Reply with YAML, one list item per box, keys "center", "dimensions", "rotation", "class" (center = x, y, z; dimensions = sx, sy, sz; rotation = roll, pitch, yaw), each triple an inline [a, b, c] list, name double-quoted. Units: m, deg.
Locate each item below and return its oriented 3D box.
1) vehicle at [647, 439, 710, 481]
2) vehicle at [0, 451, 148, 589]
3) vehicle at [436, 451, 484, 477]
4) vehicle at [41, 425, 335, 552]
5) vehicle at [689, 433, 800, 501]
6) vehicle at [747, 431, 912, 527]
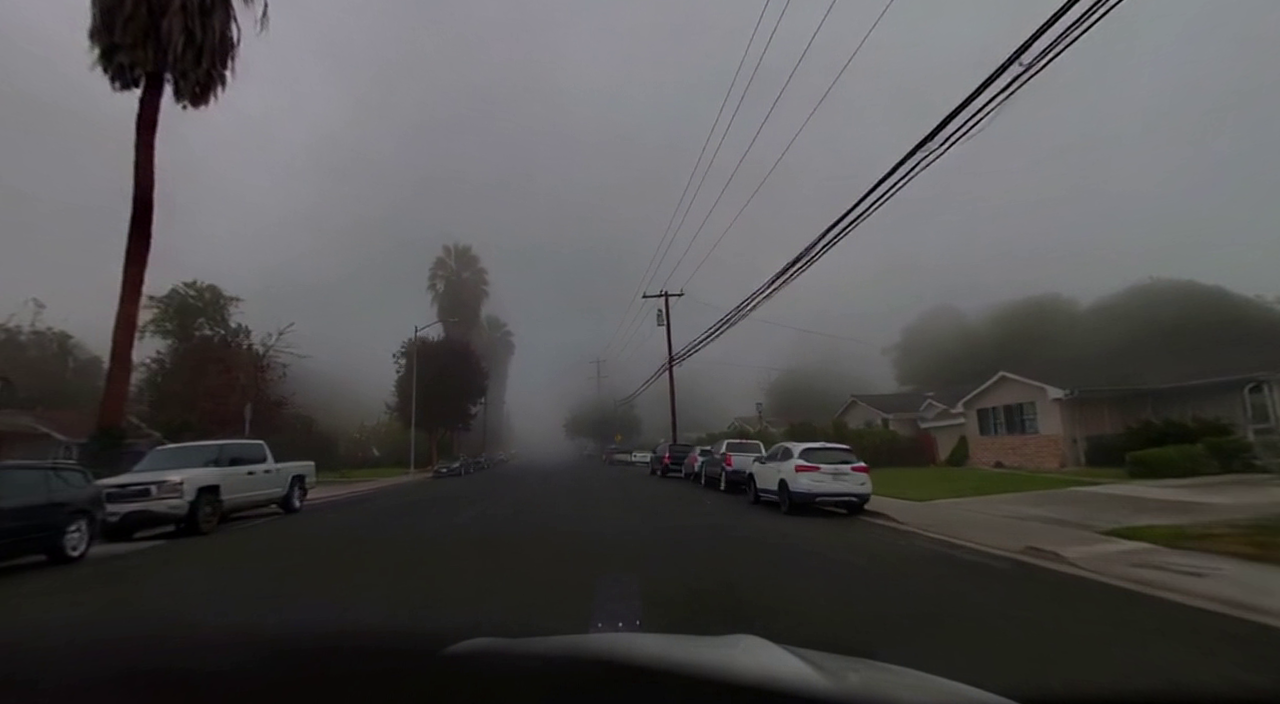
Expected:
- center: [1.709, 5.116, 30.359]
  dimensions: [2.115, 1.826, 4.871]
  rotation: [1, -9, -7]
  class: "vehicle"
- center: [-7.942, 1.885, 7.136]
  dimensions: [1.801, 1.477, 4.239]
  rotation: [1, -9, -8]
  class: "vehicle"
- center: [-11.201, 6.973, 39.697]
  dimensions: [2.013, 1.483, 4.645]
  rotation: [0, -8, -5]
  class: "vehicle"
- center: [-8.480, 2.557, 12.857]
  dimensions: [2.300, 1.943, 5.744]
  rotation: [1, -8, -7]
  class: "vehicle"
- center: [2.970, 3.408, 19.194]
  dimensions: [1.922, 1.761, 4.633]
  rotation: [1, -9, -9]
  class: "vehicle"
- center: [3.747, 2.579, 13.456]
  dimensions: [1.894, 1.675, 4.294]
  rotation: [0, -8, -4]
  class: "vehicle"
